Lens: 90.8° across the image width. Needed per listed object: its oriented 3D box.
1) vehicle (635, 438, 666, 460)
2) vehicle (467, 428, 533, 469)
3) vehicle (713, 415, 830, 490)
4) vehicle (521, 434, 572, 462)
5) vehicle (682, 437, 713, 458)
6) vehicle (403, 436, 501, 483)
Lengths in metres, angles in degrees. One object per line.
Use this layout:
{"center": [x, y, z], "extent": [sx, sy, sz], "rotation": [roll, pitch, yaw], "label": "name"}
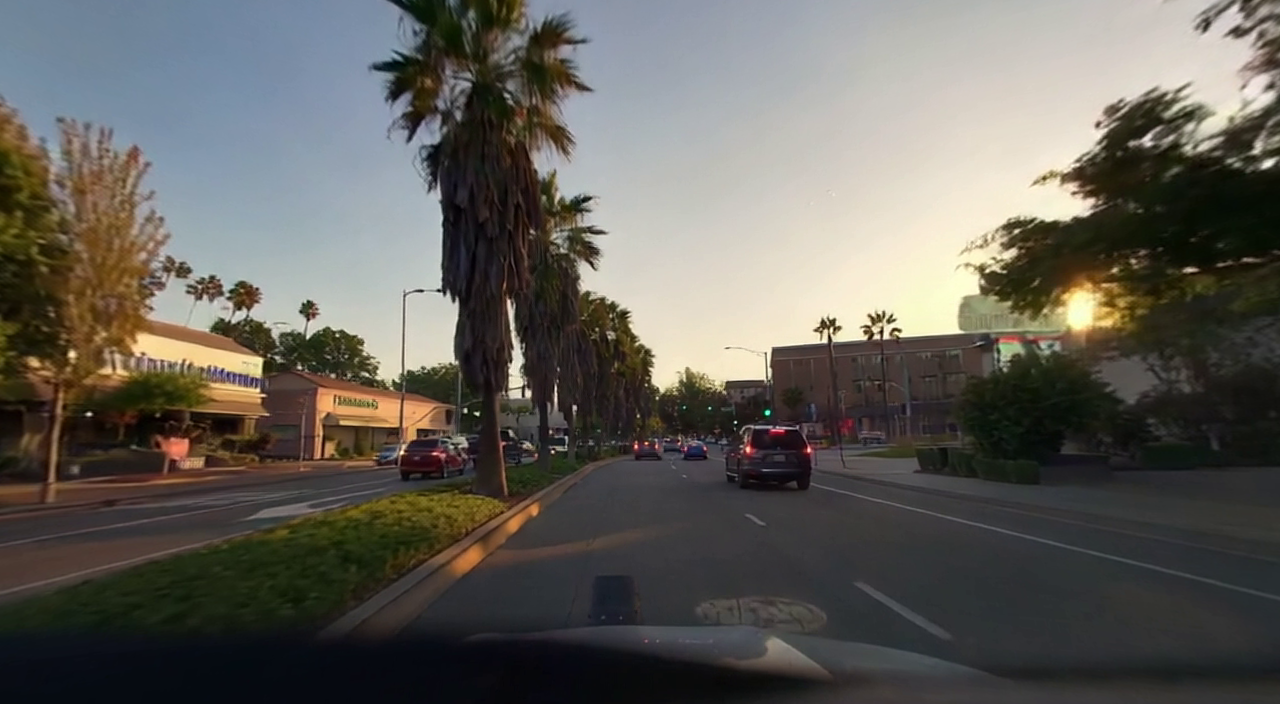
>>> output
{"center": [0.769, 6.825, 44.526], "extent": [2.057, 1.492, 3.825], "rotation": [-1, -8, 3], "label": "vehicle"}
{"center": [-6.931, 4.857, 31.912], "extent": [2.127, 1.888, 4.637], "rotation": [0, -8, 2], "label": "vehicle"}
{"center": [3.712, 2.996, 19.033], "extent": [2.267, 1.931, 5.145], "rotation": [0, -8, -2], "label": "vehicle"}
{"center": [-6.075, 6.342, 41.686], "extent": [2.088, 1.746, 4.650], "rotation": [-1, -8, 7], "label": "vehicle"}
{"center": [4.316, 7.285, 48.149], "extent": [2.149, 1.532, 4.168], "rotation": [0, -8, 2], "label": "vehicle"}
{"center": [-6.545, 3.796, 22.695], "extent": [1.935, 1.483, 4.973], "rotation": [0, -8, 1], "label": "vehicle"}
